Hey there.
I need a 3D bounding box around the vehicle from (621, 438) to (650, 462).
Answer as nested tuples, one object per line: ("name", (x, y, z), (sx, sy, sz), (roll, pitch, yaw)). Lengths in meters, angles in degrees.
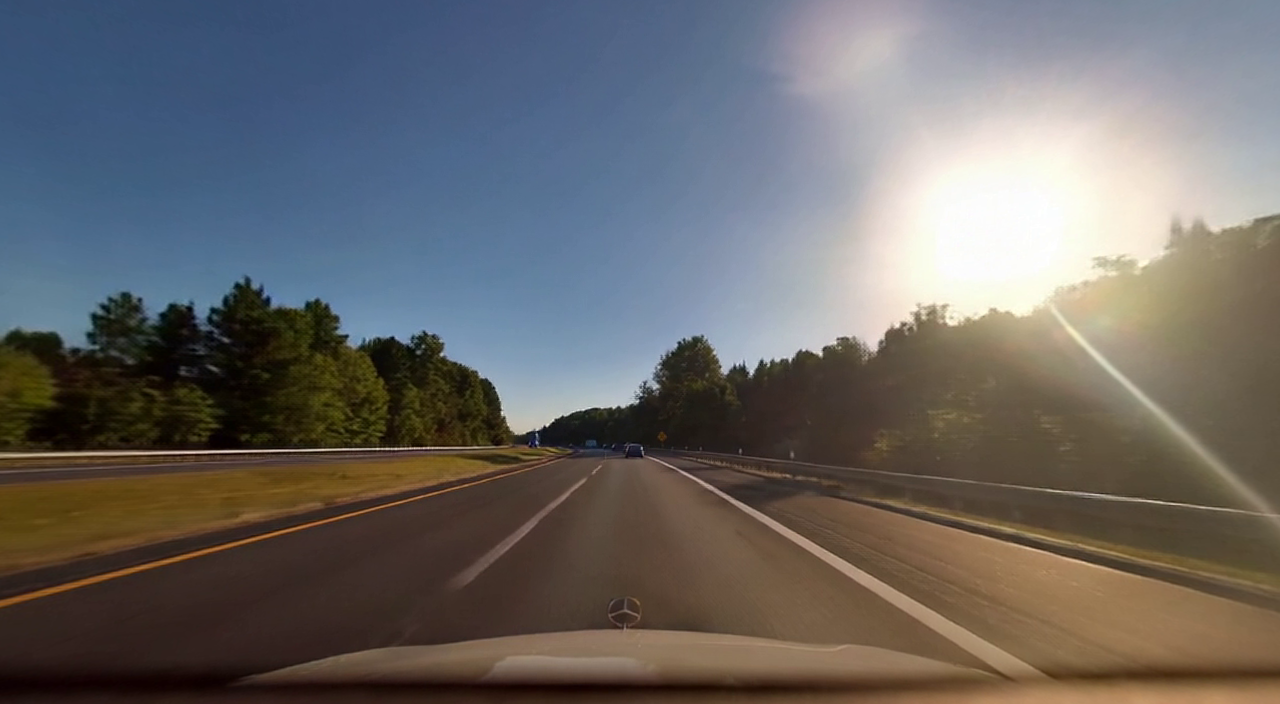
("vehicle", (-0.415, 7.611, 49.089), (2.079, 1.729, 4.380), (0, -8, -3))
